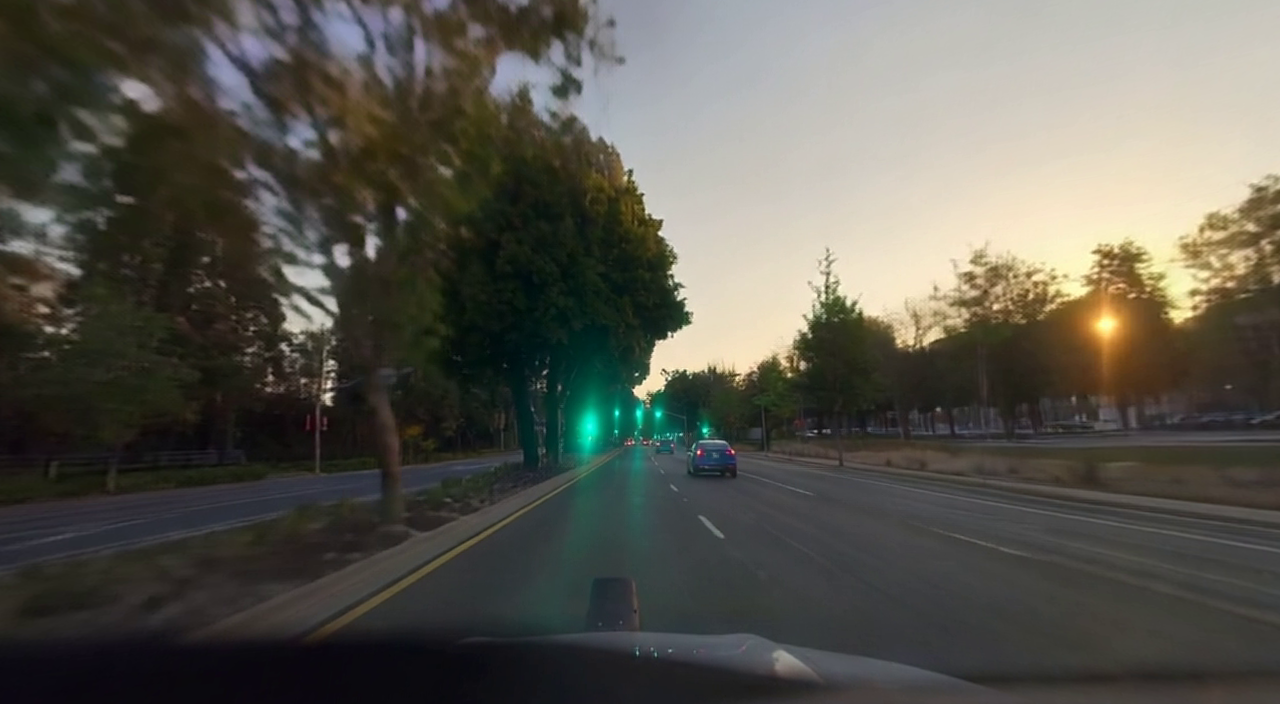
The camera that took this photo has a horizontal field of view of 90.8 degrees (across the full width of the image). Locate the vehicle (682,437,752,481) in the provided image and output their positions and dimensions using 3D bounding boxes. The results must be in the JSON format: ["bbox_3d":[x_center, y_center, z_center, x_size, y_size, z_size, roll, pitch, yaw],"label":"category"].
[{"bbox_3d":[2.787,4.000,23.900,2.056,1.483,4.091,0,-8,-1],"label":"vehicle"}]
